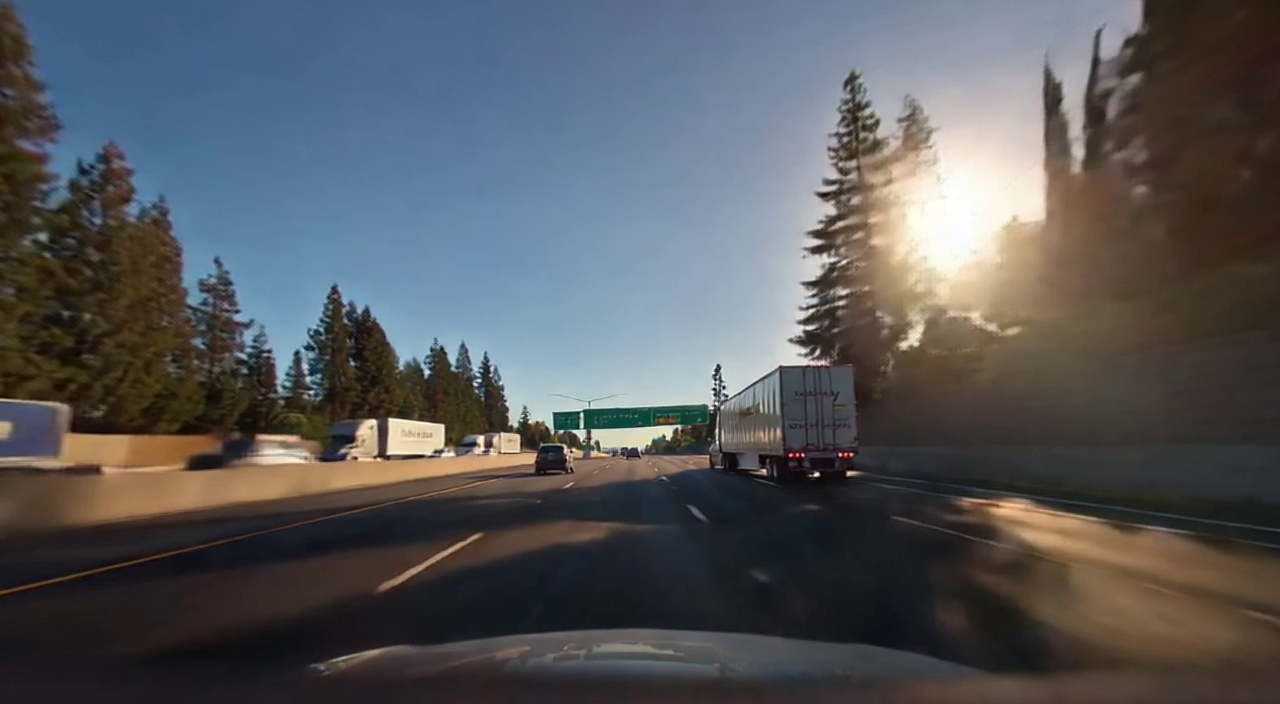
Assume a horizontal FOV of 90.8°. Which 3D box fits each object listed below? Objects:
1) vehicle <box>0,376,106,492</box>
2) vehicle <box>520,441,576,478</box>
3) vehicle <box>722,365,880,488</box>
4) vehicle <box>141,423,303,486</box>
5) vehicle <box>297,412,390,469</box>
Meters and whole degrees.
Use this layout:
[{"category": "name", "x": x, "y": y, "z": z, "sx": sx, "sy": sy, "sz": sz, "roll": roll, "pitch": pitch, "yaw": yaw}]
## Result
[{"category": "vehicle", "x": -21.073, "y": 2.244, "z": 17.592, "sx": 2.988, "sy": 3.535, "sz": 10.678, "roll": 0, "pitch": -9, "yaw": 0}, {"category": "vehicle", "x": -4.331, "y": 5.121, "z": 30.326, "sx": 2.027, "sy": 1.651, "sz": 4.099, "roll": 0, "pitch": -9, "yaw": 0}, {"category": "vehicle", "x": 6.522, "y": 3.725, "z": 29.555, "sx": 2.919, "sy": 4.195, "sz": 15.833, "roll": 0, "pitch": -9, "yaw": -1}, {"category": "vehicle", "x": -13.728, "y": 3.418, "z": 21.232, "sx": 2.177, "sy": 1.837, "sz": 4.780, "roll": 0, "pitch": -9, "yaw": -1}, {"category": "vehicle", "x": -21.385, "y": 6.492, "z": 46.124, "sx": 3.026, "sy": 3.740, "sz": 7.644, "roll": 0, "pitch": -9, "yaw": -1}]
